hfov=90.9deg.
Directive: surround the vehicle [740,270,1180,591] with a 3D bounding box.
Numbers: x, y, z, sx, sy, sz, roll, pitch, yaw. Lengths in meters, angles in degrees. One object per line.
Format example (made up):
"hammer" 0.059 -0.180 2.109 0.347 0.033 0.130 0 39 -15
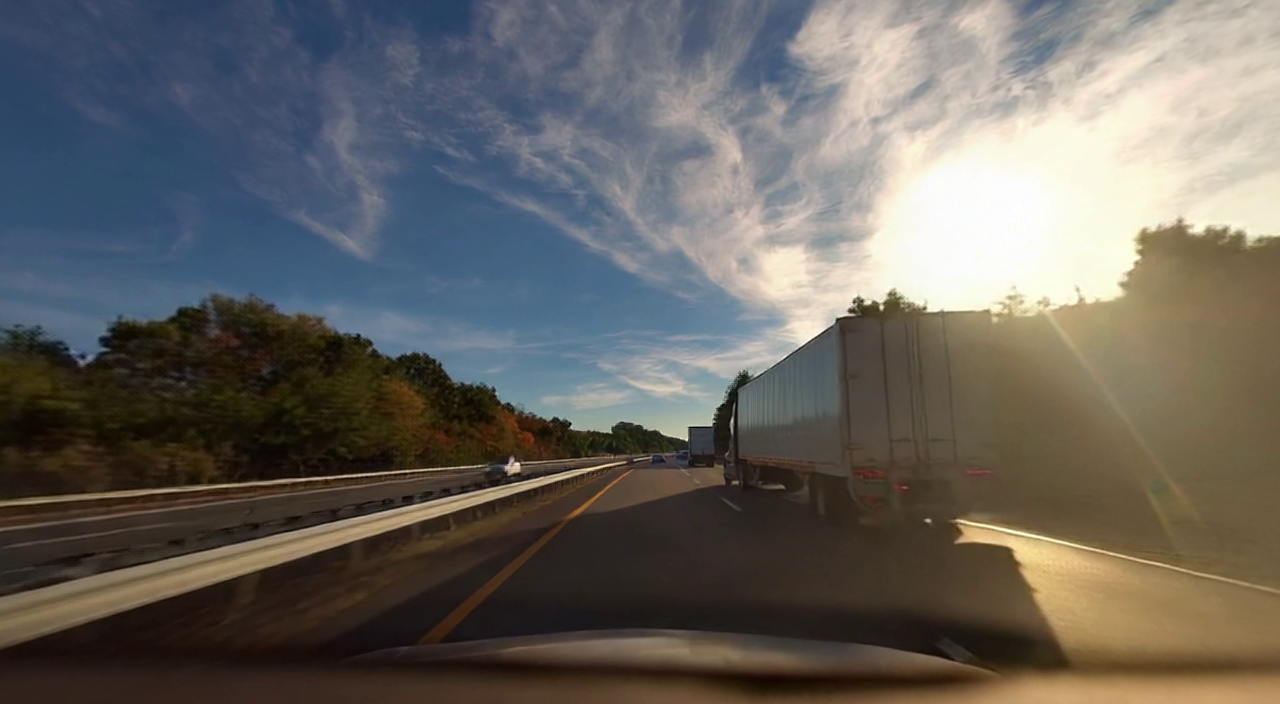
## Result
"vehicle" 4.404 1.703 12.816 2.866 3.558 11.674 0 -9 0
